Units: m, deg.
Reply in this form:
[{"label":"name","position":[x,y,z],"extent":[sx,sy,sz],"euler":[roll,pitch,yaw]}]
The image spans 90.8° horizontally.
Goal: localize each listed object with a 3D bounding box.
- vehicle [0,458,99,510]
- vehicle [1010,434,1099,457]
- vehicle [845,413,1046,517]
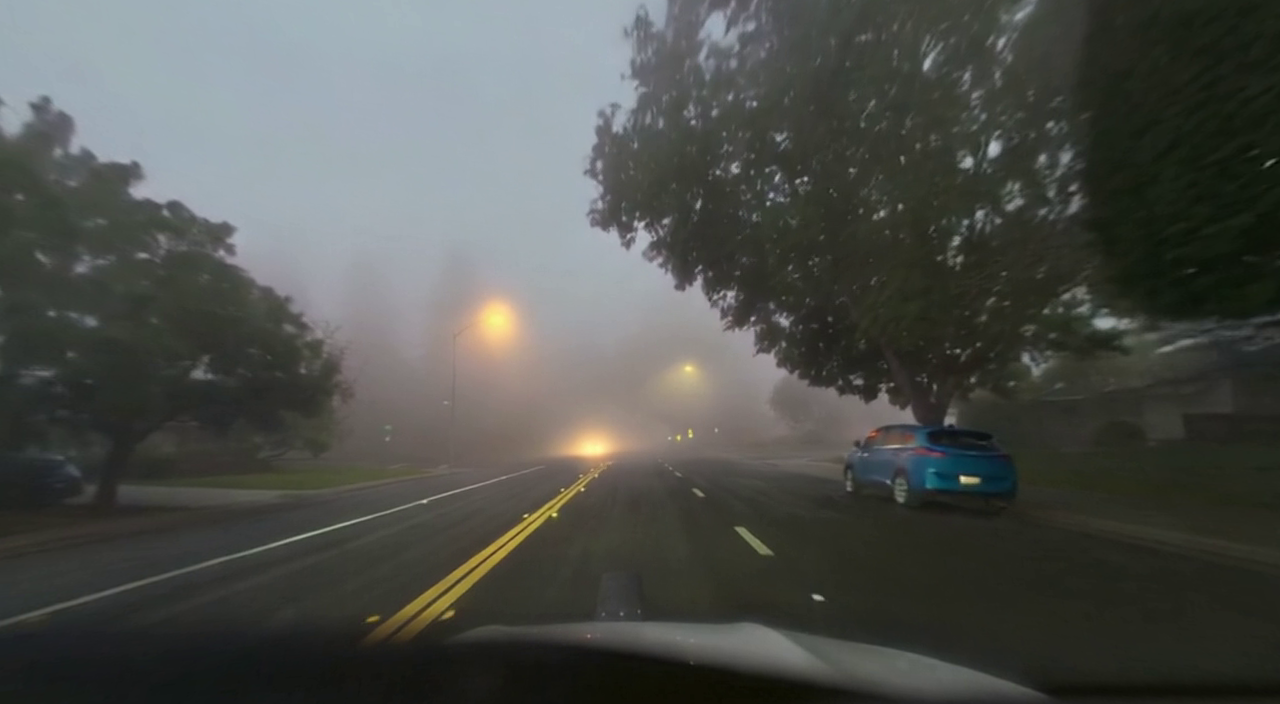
[{"label":"vehicle","position":[-21.526,4.498,21.699],"extent":[4.222,1.596,1.968],"euler":[-2,-8,6]},{"label":"vehicle","position":[29.665,6.708,45.360],"extent":[4.899,1.526,1.916],"euler":[0,-8,5]},{"label":"vehicle","position":[6.488,2.461,14.225],"extent":[2.116,1.844,4.792],"euler":[2,-8,0]}]
